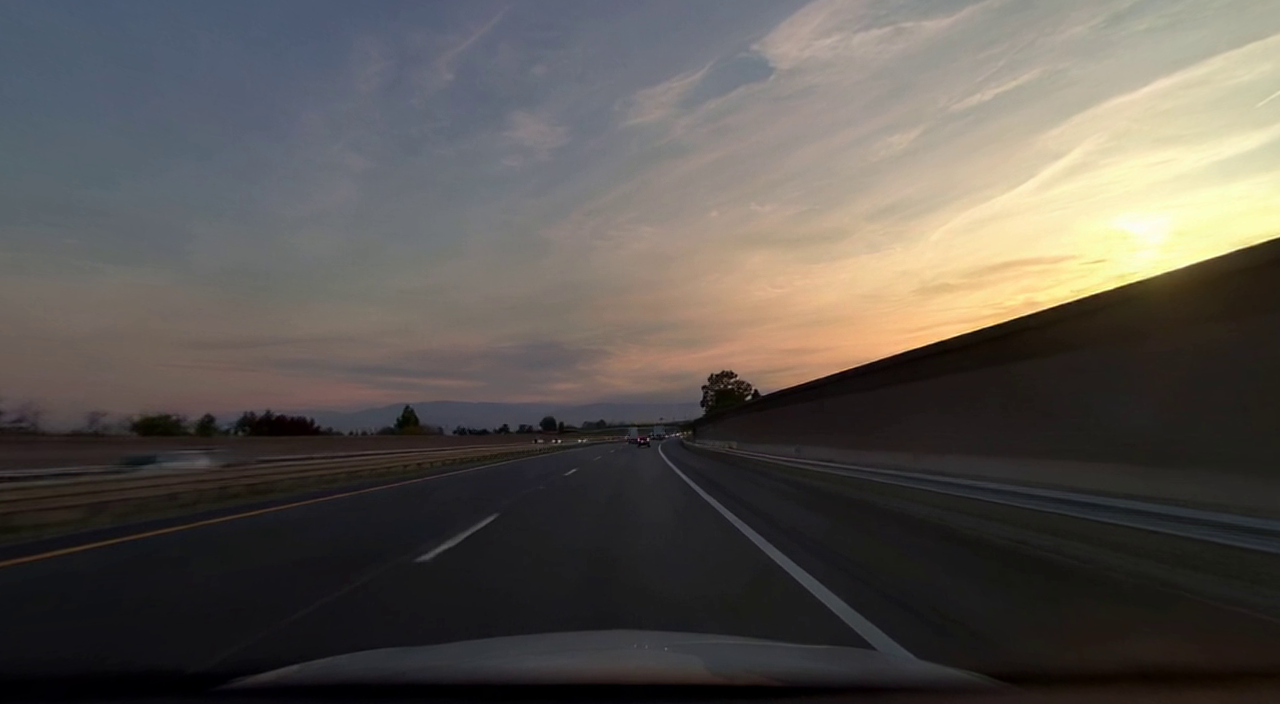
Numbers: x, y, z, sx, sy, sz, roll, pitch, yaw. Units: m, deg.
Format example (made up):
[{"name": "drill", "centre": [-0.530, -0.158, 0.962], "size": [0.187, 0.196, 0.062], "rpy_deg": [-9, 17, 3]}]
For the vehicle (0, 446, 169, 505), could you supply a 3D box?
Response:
[{"name": "vehicle", "centre": [-16.516, 3.581, 18.700], "size": [1.821, 1.486, 4.099], "rpy_deg": [0, -8, 0]}]
